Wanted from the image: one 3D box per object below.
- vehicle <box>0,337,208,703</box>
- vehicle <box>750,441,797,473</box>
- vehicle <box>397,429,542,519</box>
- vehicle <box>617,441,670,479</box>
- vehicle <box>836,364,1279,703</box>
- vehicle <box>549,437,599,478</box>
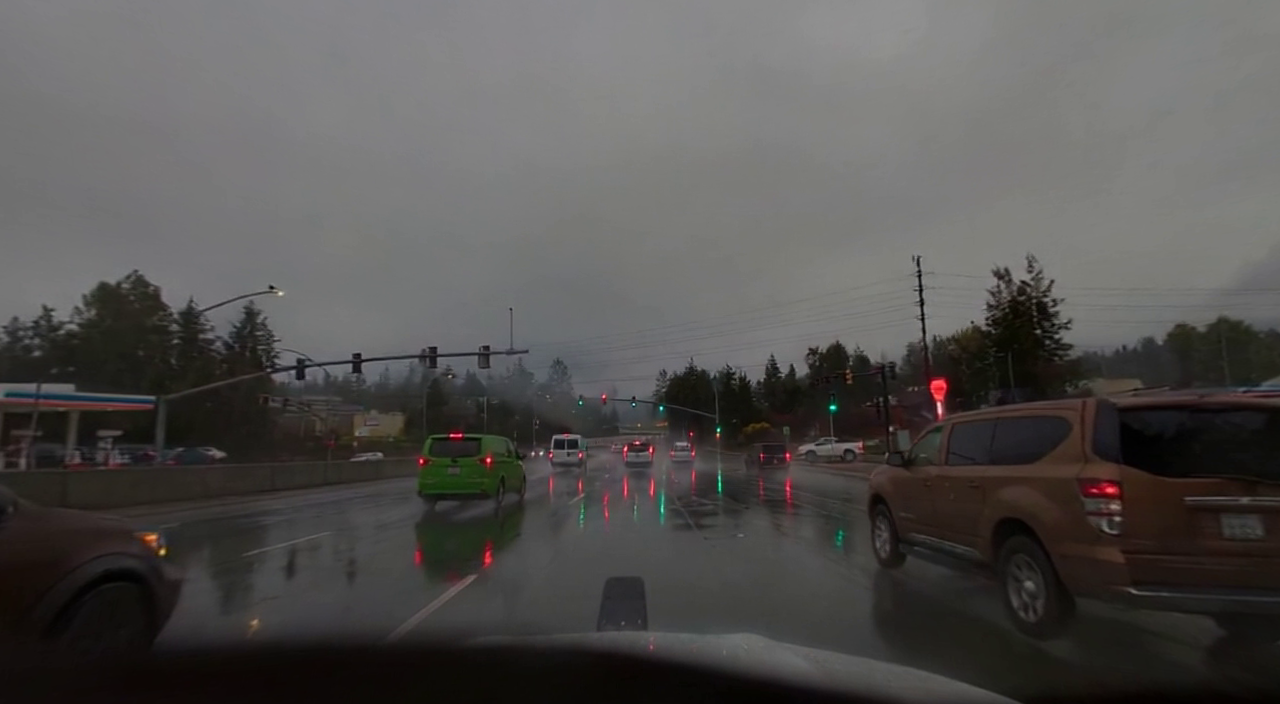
[{"bbox_3d":[-3.467,0.619,1.057,2.159,1.717,4.581,0,-9,1],"label":"vehicle"},{"bbox_3d":[7.595,6.001,36.188,2.119,1.696,4.623,-1,-9,5],"label":"vehicle"},{"bbox_3d":[-3.768,2.795,14.973,2.002,1.747,5.173,0,-8,0],"label":"vehicle"},{"bbox_3d":[0.147,5.323,31.337,2.426,1.703,5.602,0,-8,0],"label":"vehicle"},{"bbox_3d":[3.586,1.304,5.630,2.055,1.786,4.817,0,-9,0],"label":"vehicle"},{"bbox_3d":[-3.353,5.487,32.959,2.025,1.936,4.995,0,-9,1],"label":"vehicle"}]
